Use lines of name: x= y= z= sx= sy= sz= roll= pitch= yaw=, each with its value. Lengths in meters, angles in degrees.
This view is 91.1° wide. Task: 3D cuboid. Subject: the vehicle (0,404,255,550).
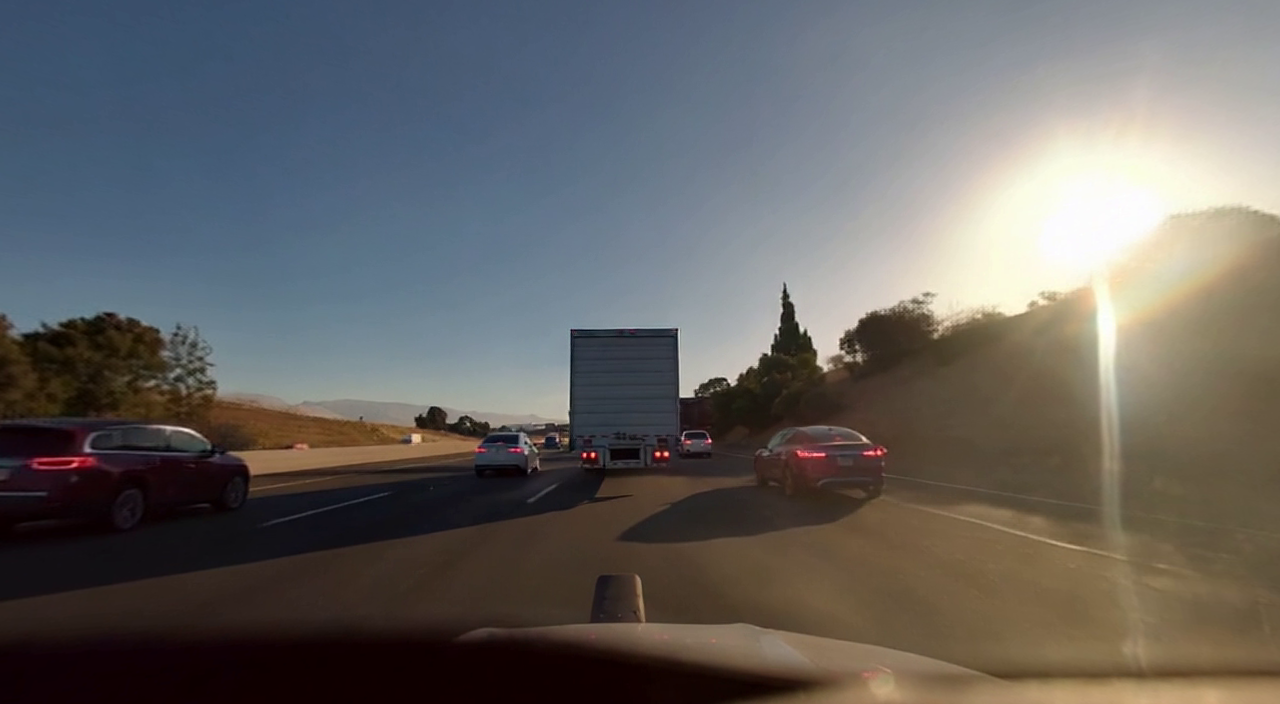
vehicle: x=-7.933 y=1.704 z=9.259 sx=1.944 sy=1.653 sz=4.097 roll=0 pitch=-8 yaw=-1

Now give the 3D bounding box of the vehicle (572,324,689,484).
vehicle: x=-0.411 y=1.950 z=20.912 sx=2.938 sy=4.033 sz=9.980 roll=0 pitch=-8 yaw=-2

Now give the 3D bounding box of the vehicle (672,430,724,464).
vehicle: x=2.695 y=4.532 z=30.176 sx=1.976 sy=1.513 sz=4.065 roll=0 pitch=-8 yaw=-2

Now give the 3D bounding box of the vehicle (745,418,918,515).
vehicle: x=3.414 y=2.109 z=12.141 sx=1.945 sy=1.529 sz=4.129 roll=0 pitch=-8 yaw=-1

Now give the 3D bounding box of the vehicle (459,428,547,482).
vehicle: x=-4.122 y=3.141 z=19.478 sx=1.882 sy=1.493 sz=3.828 roll=0 pitch=-8 yaw=0
